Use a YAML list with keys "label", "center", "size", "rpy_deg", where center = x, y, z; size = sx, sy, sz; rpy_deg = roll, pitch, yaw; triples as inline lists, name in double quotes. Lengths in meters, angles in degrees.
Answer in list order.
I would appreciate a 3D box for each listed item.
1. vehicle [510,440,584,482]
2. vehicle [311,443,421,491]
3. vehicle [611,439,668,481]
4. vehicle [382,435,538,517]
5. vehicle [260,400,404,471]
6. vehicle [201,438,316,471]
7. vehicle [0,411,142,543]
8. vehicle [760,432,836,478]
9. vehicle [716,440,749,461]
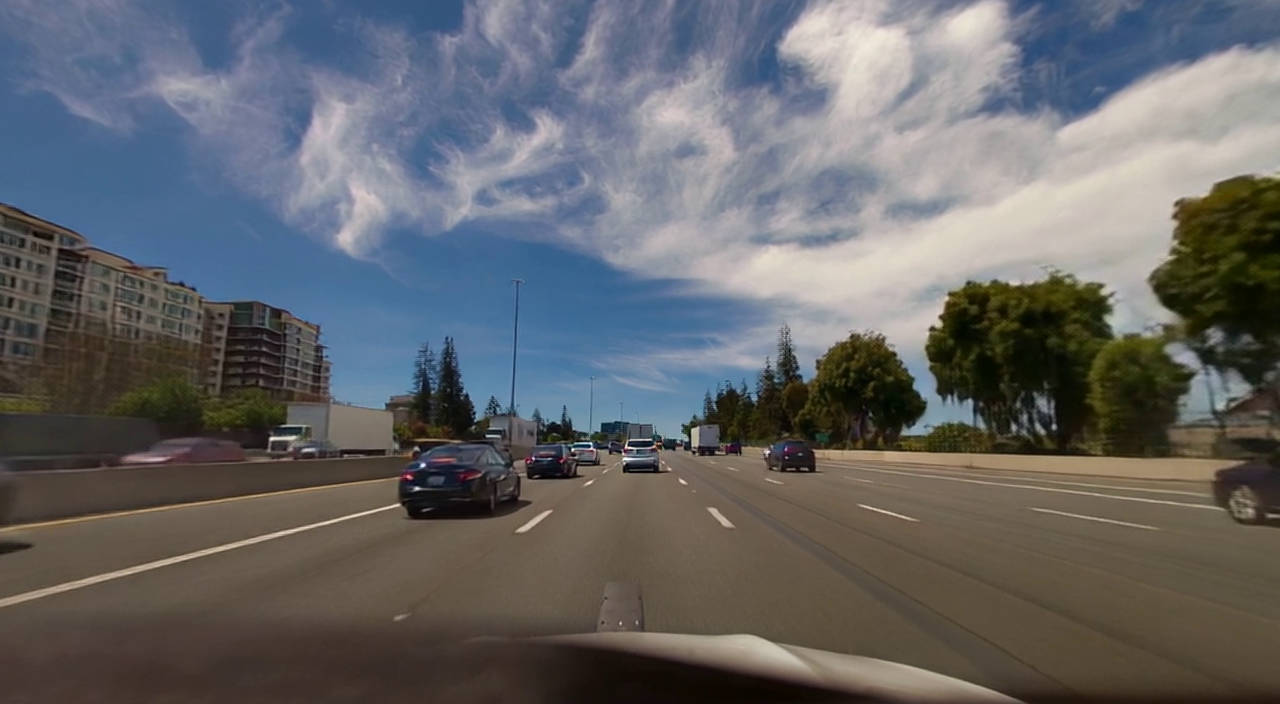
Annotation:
- label: "vehicle"
  center: [-3.481, 4.177, 24.467]
  size: [2.098, 1.463, 4.578]
  rpy_deg: [0, -9, 1]
- label: "vehicle"
  center: [-9.186, 3.862, 21.485]
  size: [1.827, 1.472, 3.962]
  rpy_deg: [0, -9, 2]
- label: "vehicle"
  center: [-0.027, 4.133, 24.373]
  size: [2.053, 1.461, 3.941]
  rpy_deg: [0, -9, 0]
- label: "vehicle"
  center: [-3.563, 2.550, 13.412]
  size: [2.025, 1.449, 4.190]
  rpy_deg: [0, -9, 1]
- label: "vehicle"
  center: [-18.678, 5.332, 39.523]
  size: [2.989, 3.764, 11.425]
  rpy_deg: [0, -9, 1]
- label: "vehicle"
  center: [-22.516, 6.090, 37.637]
  size: [2.451, 1.797, 6.888]
  rpy_deg: [0, -9, 1]
- label: "vehicle"
  center: [-9.315, 1.581, 7.913]
  size: [2.194, 1.676, 4.743]
  rpy_deg: [0, -9, 0]
- label: "vehicle"
  center: [6.467, 4.292, 26.343]
  size: [1.992, 1.745, 4.329]
  rpy_deg: [0, -9, -1]
- label: "vehicle"
  center: [6.859, 7.402, 47.150]
  size: [1.895, 1.488, 4.254]
  rpy_deg: [0, -9, 1]
